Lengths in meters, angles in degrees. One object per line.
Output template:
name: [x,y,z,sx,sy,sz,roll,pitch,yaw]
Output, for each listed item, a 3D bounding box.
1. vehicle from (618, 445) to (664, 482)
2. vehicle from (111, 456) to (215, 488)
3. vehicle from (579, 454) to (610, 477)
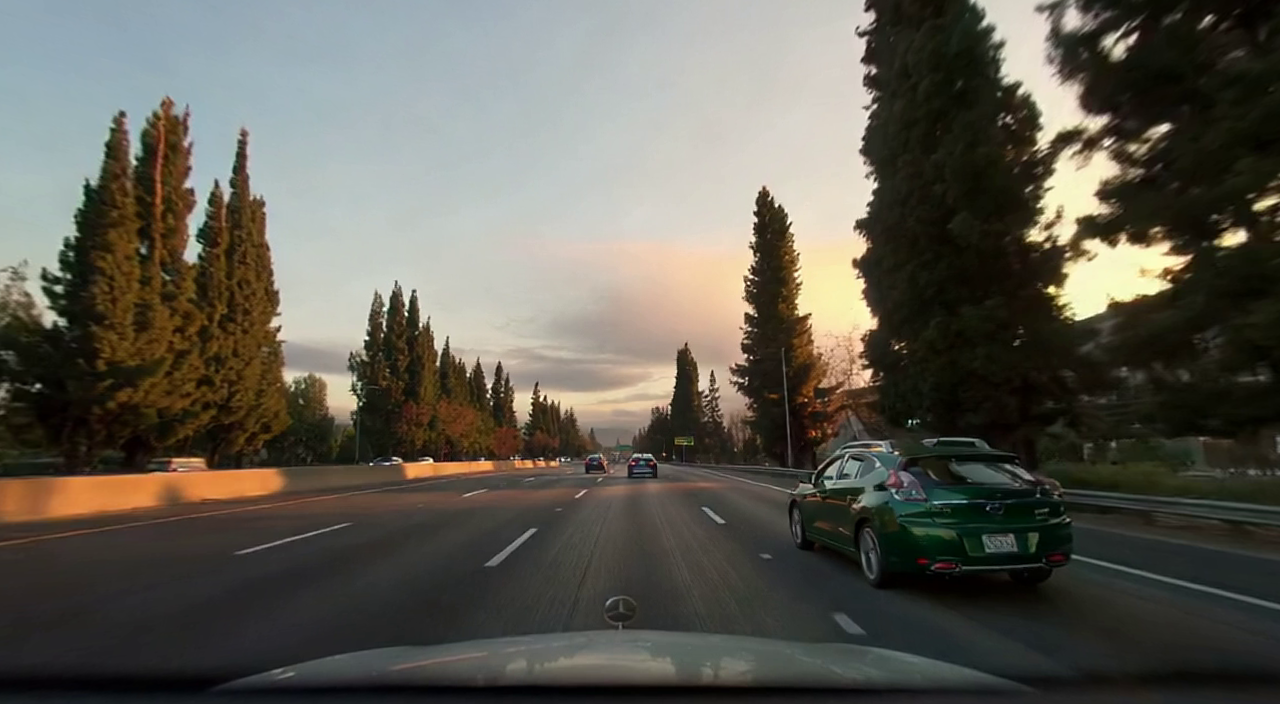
vehicle: [0.030,5.982,34.073,2.302,1.810,4.707,0,-9,-1]
vehicle: [-26.913,6.772,35.762,2.124,1.616,4.886,0,-9,0]
vehicle: [-3.481,8.699,48.464,2.049,1.659,4.183,0,-9,1]
